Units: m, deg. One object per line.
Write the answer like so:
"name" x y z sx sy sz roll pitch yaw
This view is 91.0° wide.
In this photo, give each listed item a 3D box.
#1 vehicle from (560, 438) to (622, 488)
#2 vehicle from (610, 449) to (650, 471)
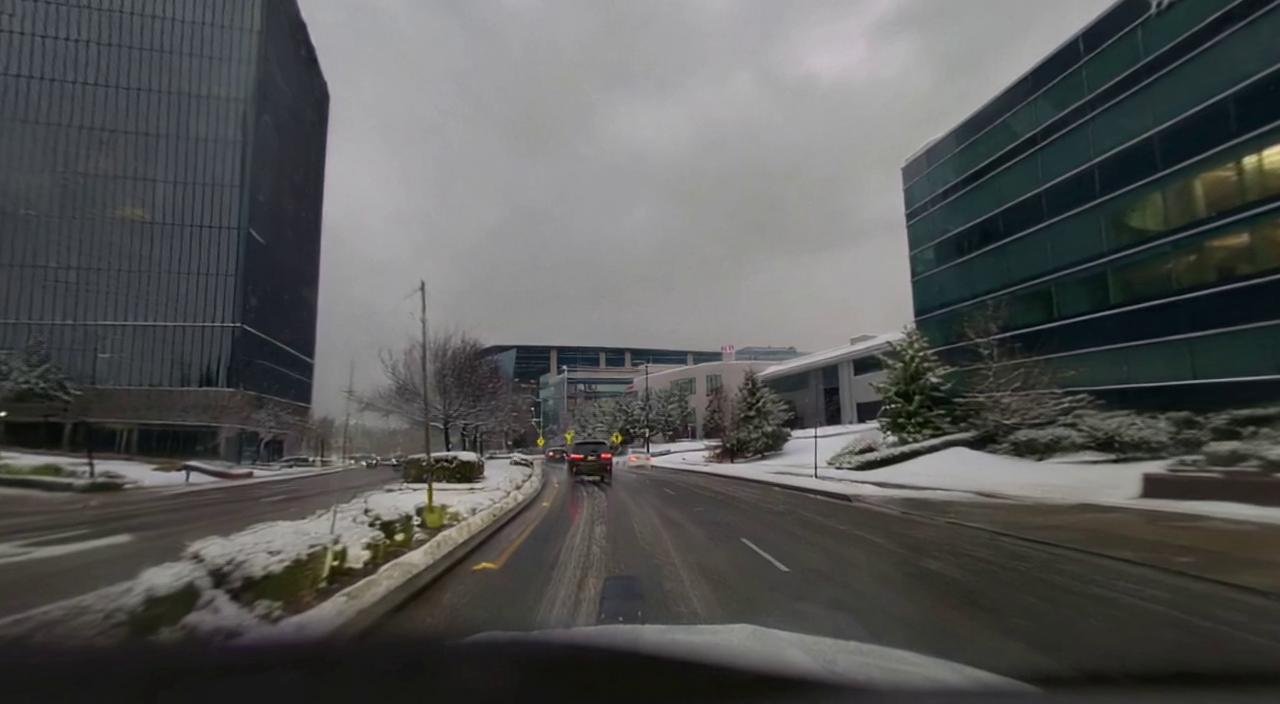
"vehicle" -1.995 4.320 24.831 2.173 1.761 4.374 1 -9 -6
"vehicle" -0.803 7.852 45.863 2.116 1.506 4.355 2 -9 -12
